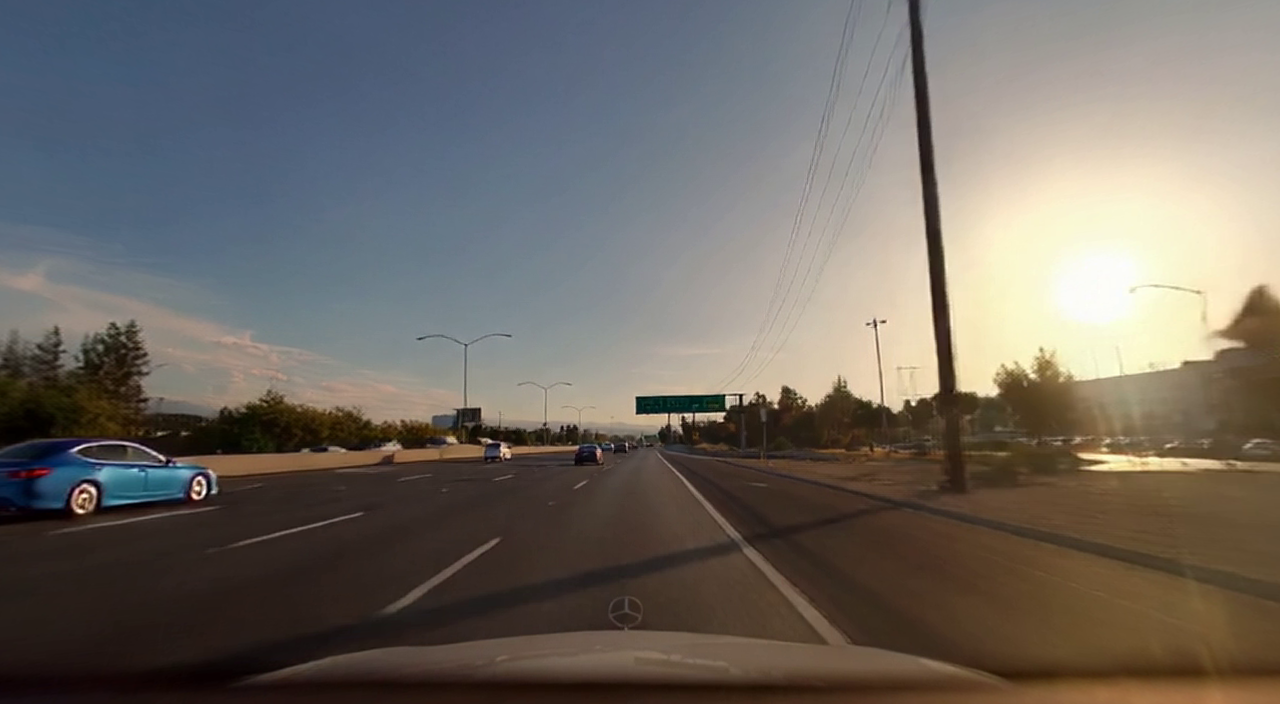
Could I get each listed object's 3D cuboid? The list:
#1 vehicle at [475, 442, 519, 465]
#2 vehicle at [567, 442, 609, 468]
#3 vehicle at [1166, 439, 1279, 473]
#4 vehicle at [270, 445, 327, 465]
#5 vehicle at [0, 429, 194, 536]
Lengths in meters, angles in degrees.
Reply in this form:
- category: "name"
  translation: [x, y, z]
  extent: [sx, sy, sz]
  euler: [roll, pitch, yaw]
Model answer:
- category: "vehicle"
  translation: [-9.635, 6.842, 42.794]
  extent: [1.930, 1.490, 3.955]
  euler: [0, -8, 2]
- category: "vehicle"
  translation: [-3.020, 6.097, 37.590]
  extent: [2.050, 1.479, 4.342]
  euler: [0, -8, 1]
- category: "vehicle"
  translation: [29.006, 5.034, 30.661]
  extent: [4.798, 1.545, 2.042]
  euler: [-4, -9, 24]
- category: "vehicle"
  translation: [-25.584, 7.724, 47.390]
  extent: [1.787, 1.436, 4.379]
  euler: [0, -8, 1]
- category: "vehicle"
  translation: [-10.139, 2.061, 10.359]
  extent: [2.002, 1.526, 4.822]
  euler: [0, -8, 1]
